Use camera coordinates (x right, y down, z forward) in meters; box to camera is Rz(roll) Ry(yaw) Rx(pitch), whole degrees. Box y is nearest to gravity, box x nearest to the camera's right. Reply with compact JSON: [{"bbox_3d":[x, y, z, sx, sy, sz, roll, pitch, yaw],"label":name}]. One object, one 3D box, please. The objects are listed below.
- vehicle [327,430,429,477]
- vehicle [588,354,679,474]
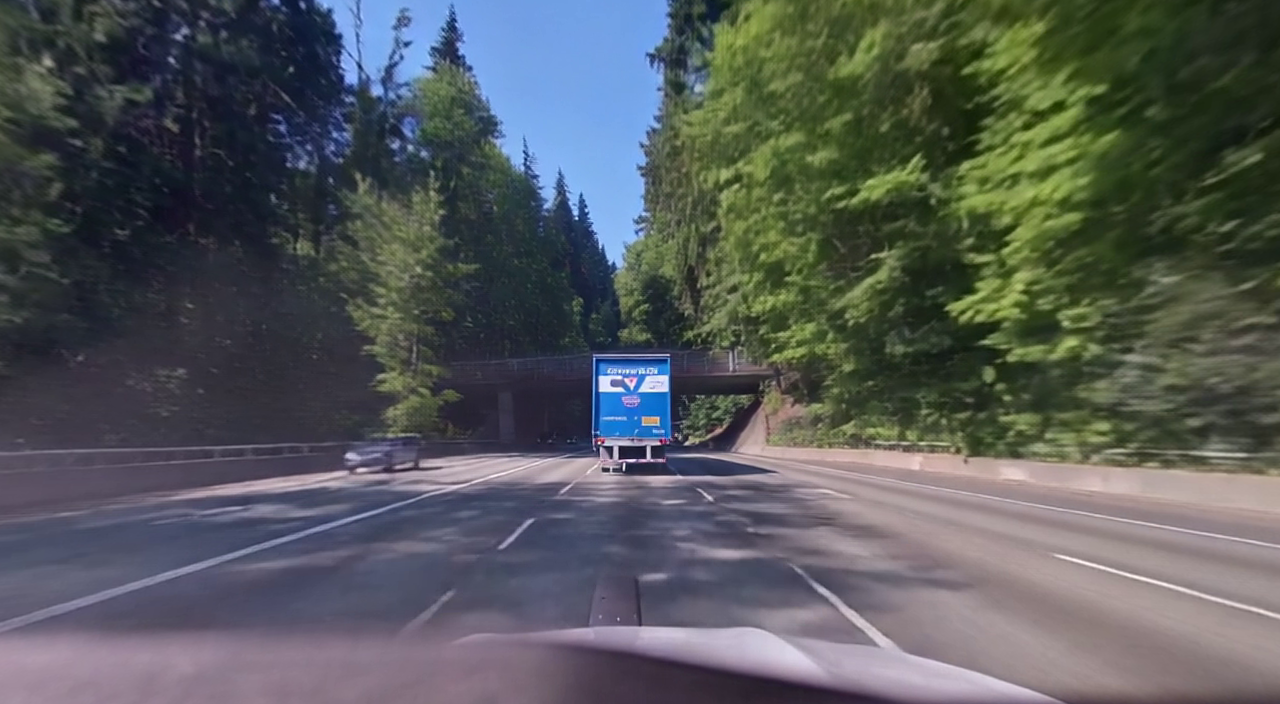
[{"bbox_3d":[-8.997,3.497,22.027,1.872,1.461,3.966,0,-8,0],"label":"vehicle"},{"bbox_3d":[-0.442,2.646,25.442,2.895,3.861,10.213,0,-8,-2],"label":"vehicle"}]
